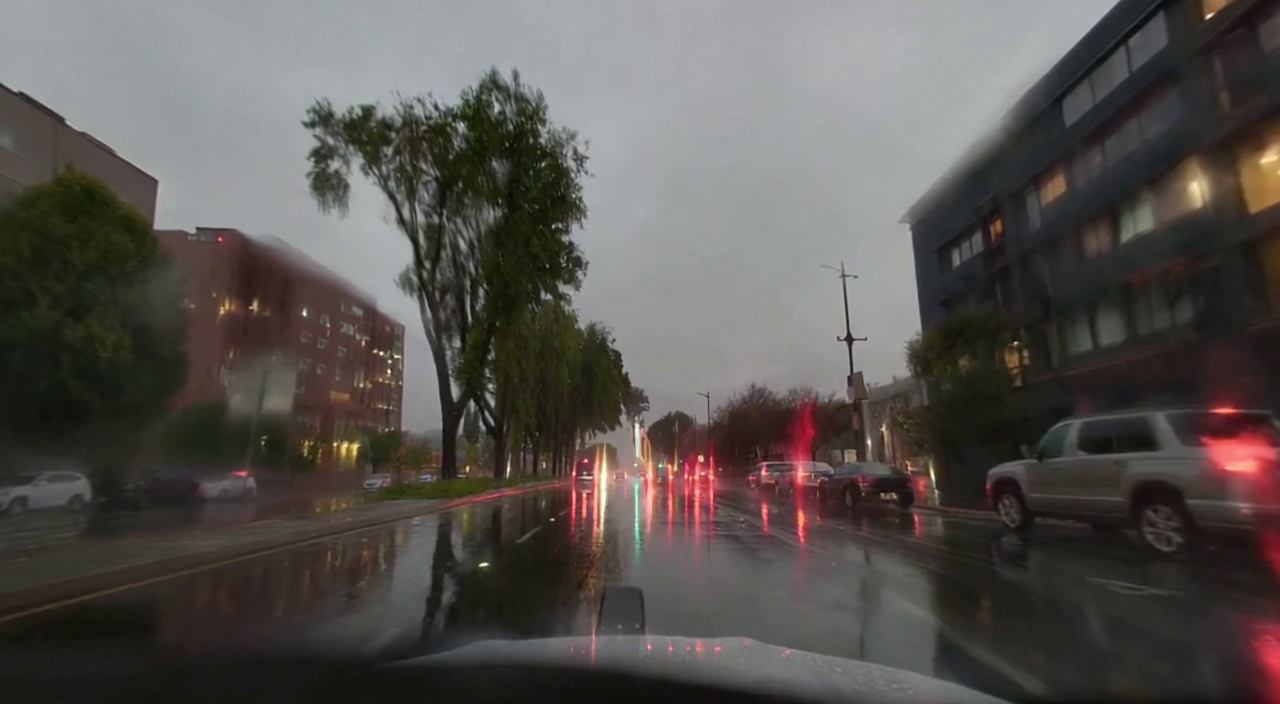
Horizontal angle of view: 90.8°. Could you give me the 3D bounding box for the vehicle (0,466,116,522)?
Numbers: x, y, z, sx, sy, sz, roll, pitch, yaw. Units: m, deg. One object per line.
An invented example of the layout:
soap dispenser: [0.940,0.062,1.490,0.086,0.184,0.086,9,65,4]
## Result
vehicle: [-21.474,4.925,22.262,1.943,1.642,4.818,0,-8,-2]

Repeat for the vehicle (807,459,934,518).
vehicle: [6.902,4.101,19.475,2.269,1.506,4.152,0,-8,-1]

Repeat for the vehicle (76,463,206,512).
vehicle: [-21.789,5.896,27.872,2.270,1.830,4.409,0,-8,-3]

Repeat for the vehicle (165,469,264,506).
vehicle: [-21.955,6.997,32.862,1.999,1.562,4.803,0,-8,-3]

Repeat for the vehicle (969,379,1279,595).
vehicle: [7.500,1.716,8.947,2.582,2.116,5.419,0,-8,-2]

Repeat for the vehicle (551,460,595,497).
vehicle: [-4.007,7.632,38.566,2.223,1.957,4.845,0,-8,0]

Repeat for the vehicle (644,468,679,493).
vehicle: [1.535,9.509,46.933,2.201,1.589,3.843,0,-8,-4]
